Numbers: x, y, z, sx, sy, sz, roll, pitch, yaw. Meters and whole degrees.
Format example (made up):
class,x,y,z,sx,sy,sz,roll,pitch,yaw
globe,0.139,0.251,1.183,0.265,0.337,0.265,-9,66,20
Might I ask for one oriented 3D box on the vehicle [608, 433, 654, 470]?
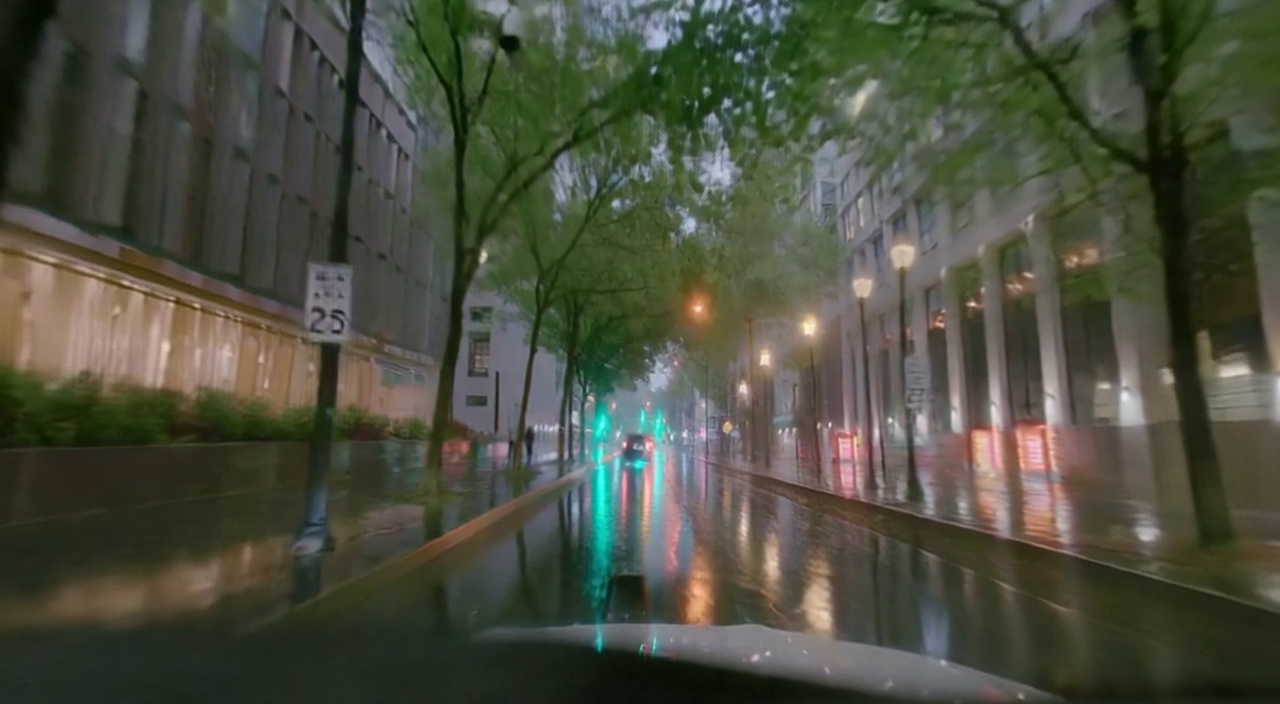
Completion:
class,x,y,z,sx,sy,sz,roll,pitch,yaw
vehicle,-0.450,4.821,30.609,2.079,1.621,3.861,0,-9,-1
